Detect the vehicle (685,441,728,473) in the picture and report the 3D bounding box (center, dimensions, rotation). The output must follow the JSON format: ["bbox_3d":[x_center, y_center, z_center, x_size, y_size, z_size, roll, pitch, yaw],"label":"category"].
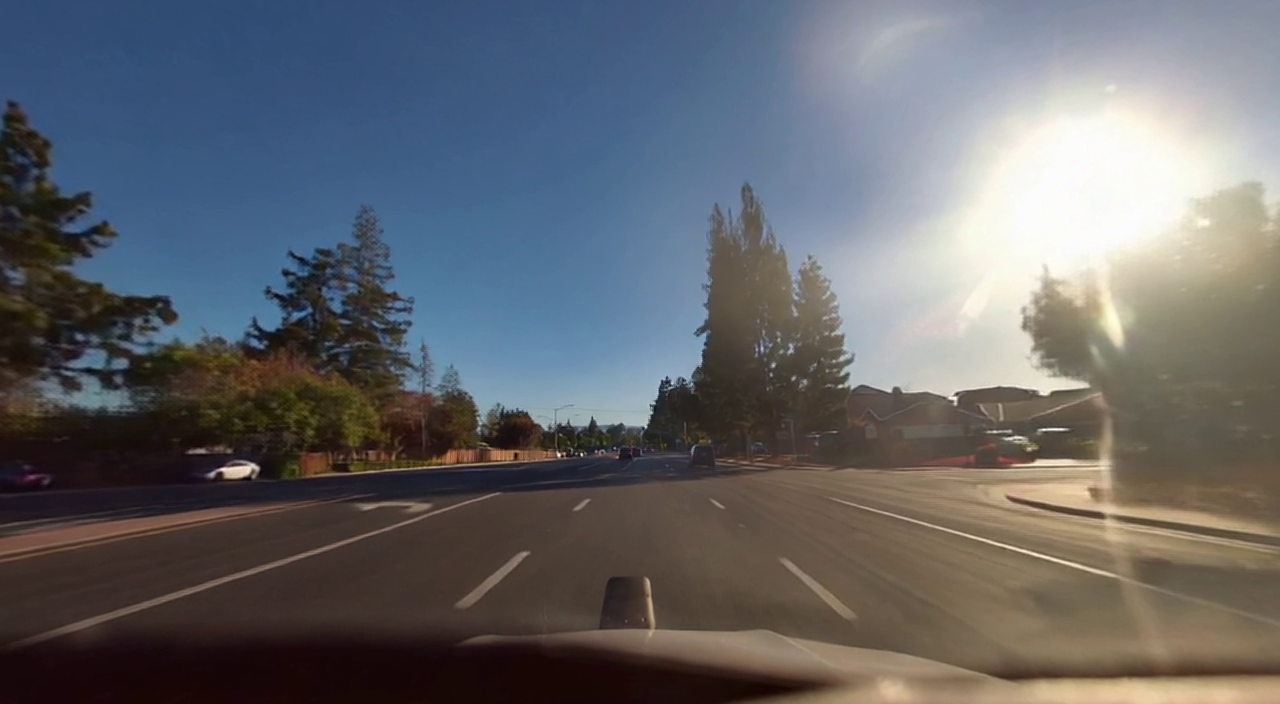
[{"bbox_3d":[3.996,6.408,38.698,2.114,1.780,4.445,0,-9,0],"label":"vehicle"}]

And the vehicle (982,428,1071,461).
[{"bbox_3d":[25.445,6.148,41.818,2.198,1.973,5.805,0,-9,1],"label":"vehicle"}]

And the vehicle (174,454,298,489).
[{"bbox_3d":[-18.536,5.486,29.083,4.351,1.489,1.890,0,-9,-3],"label":"vehicle"}]
